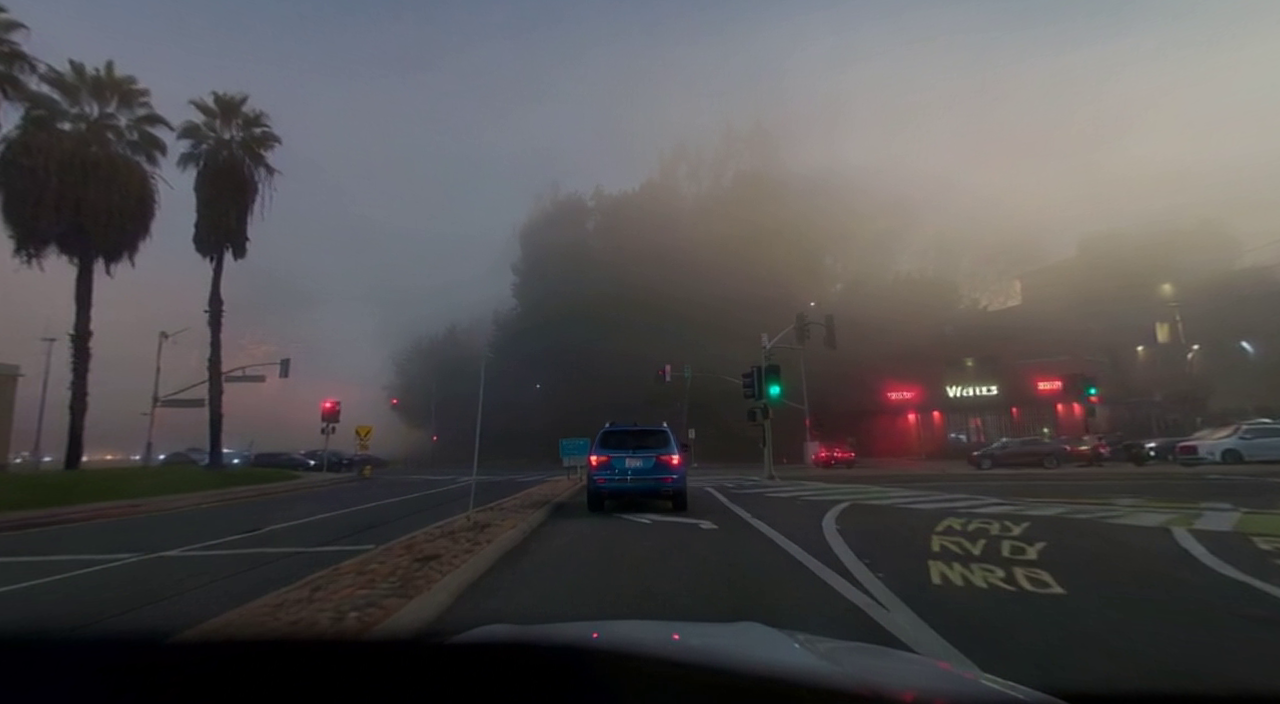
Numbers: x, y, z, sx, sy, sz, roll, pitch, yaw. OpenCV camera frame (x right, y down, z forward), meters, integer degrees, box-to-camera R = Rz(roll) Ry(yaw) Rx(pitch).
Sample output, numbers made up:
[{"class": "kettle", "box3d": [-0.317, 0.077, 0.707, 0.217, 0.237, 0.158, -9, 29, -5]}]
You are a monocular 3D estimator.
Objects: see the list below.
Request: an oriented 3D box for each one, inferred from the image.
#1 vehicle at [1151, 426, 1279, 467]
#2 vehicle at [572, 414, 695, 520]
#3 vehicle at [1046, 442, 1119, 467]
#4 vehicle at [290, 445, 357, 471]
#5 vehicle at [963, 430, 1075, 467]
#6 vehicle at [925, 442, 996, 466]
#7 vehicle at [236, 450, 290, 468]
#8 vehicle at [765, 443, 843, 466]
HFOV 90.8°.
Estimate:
[{"class": "vehicle", "box3d": [28.631, 4.586, 30.503, 5.809, 1.839, 1.957, -6, -11, 33]}, {"class": "vehicle", "box3d": [-0.116, 2.495, 14.117, 2.263, 1.932, 4.709, 0, -9, 0]}, {"class": "vehicle", "box3d": [27.369, 6.338, 39.186, 3.525, 1.460, 1.775, -6, -11, 32]}, {"class": "vehicle", "box3d": [-22.332, 7.463, 44.556, 4.790, 1.687, 1.969, -6, -10, 32]}, {"class": "vehicle", "box3d": [19.171, 4.933, 32.191, 4.641, 1.778, 1.958, -5, -10, 27]}, {"class": "vehicle", "box3d": [20.203, 6.411, 39.824, 3.809, 1.435, 1.690, -6, -10, 30]}, {"class": "vehicle", "box3d": [-29.346, 8.300, 49.136, 4.081, 1.383, 1.878, -6, -11, 33]}, {"class": "vehicle", "box3d": [10.868, 6.800, 41.978, 4.665, 1.467, 1.833, -6, -11, 33]}]
